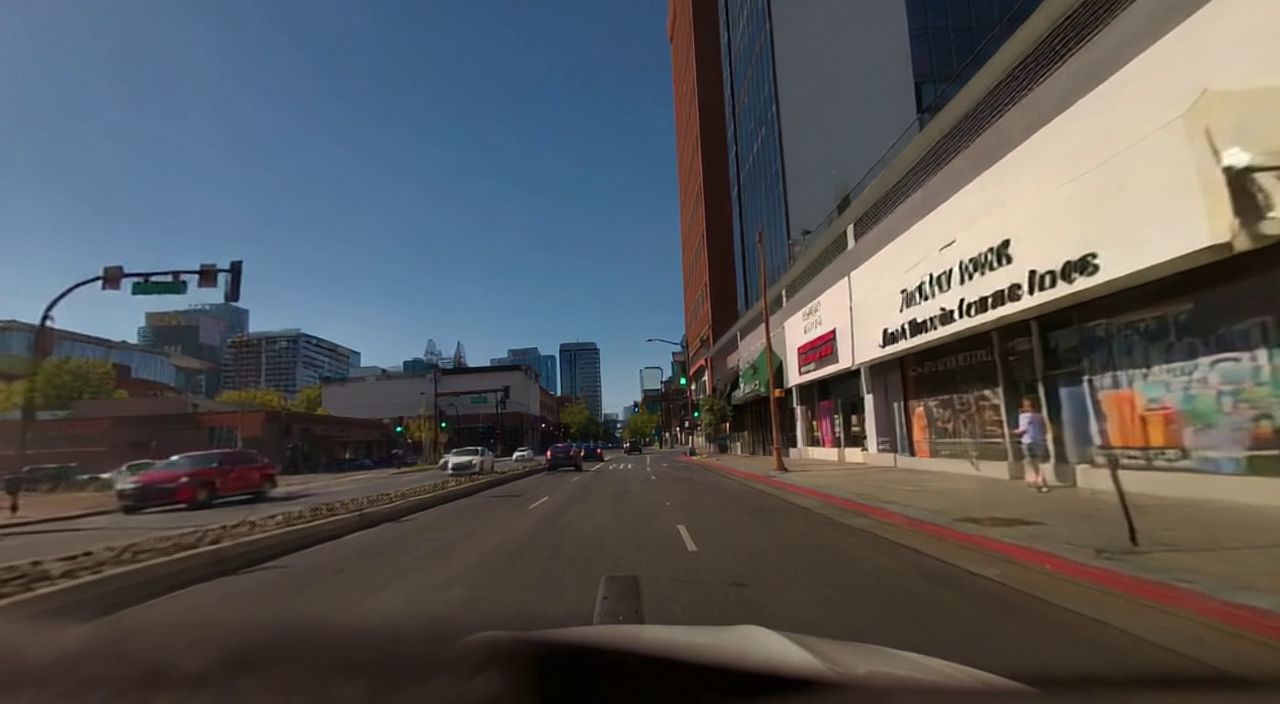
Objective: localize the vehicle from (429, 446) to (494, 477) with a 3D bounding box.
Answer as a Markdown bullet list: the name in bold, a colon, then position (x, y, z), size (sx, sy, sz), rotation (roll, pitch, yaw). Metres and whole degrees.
- **vehicle**: position (-9.696, 5.969, 34.770), size (1.994, 1.550, 5.009), rotation (0, -9, 1)

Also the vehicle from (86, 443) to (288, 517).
- **vehicle**: position (-12.990, 3.655, 18.667), size (2.347, 1.857, 4.860), rotation (0, -9, 0)

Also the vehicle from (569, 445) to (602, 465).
- **vehicle**: position (-3.878, 7.457, 45.865), size (1.962, 1.420, 4.021), rotation (0, -9, 1)
